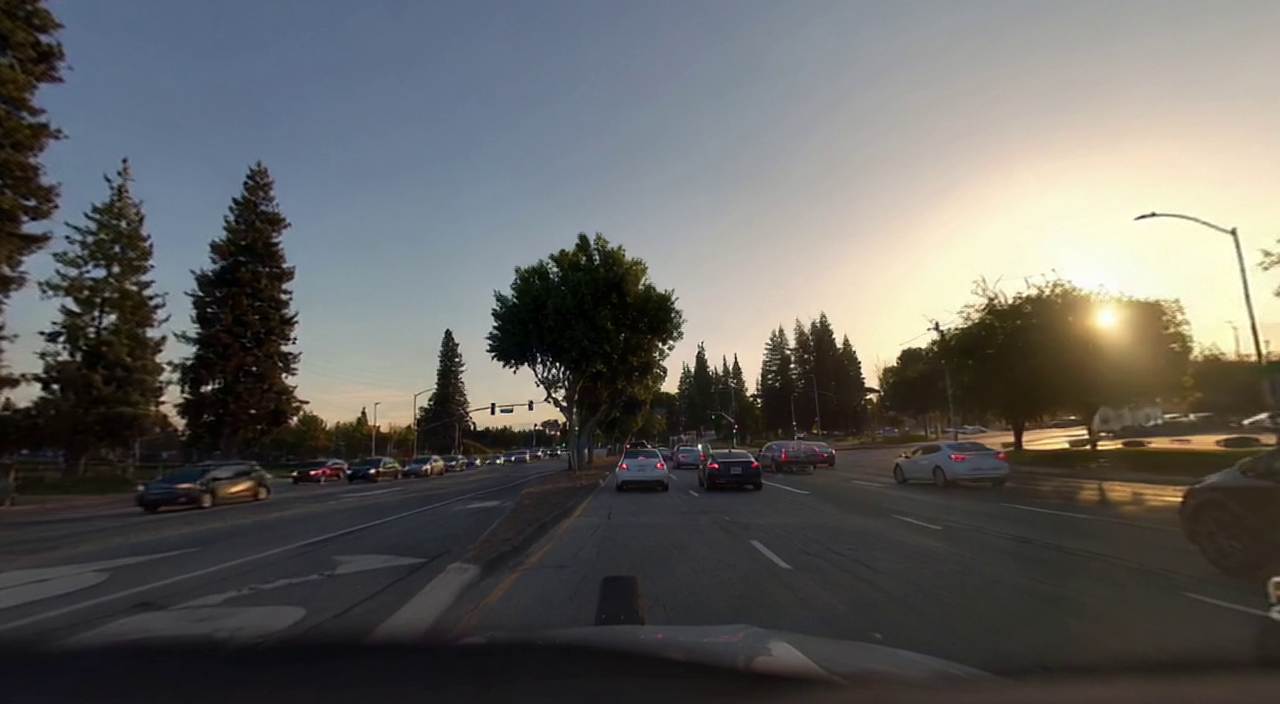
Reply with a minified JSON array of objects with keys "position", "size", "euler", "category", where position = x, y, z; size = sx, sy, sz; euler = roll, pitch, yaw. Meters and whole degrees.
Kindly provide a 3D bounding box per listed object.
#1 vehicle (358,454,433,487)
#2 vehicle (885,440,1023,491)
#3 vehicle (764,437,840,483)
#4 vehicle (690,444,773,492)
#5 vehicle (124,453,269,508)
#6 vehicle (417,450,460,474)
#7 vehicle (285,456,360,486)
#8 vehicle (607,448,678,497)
[{"position":[-12.107,5.863,31.637],"size":[1.896,1.484,4.473],"euler":[0,-8,1],"category":"vehicle"},{"position":[10.281,3.754,21.281],"size":[1.890,1.488,5.113],"euler":[0,-8,-2],"category":"vehicle"},{"position":[6.445,4.347,25.631],"size":[1.931,1.685,4.054],"euler":[0,-8,-1],"category":"vehicle"},{"position":[2.983,3.907,21.818],"size":[1.970,1.445,4.974],"euler":[0,-8,-2],"category":"vehicle"},{"position":[-15.759,4.548,22.805],"size":[1.908,1.703,4.547],"euler":[0,-8,0],"category":"vehicle"},{"position":[-15.806,8.611,49.769],"size":[1.935,1.736,4.531],"euler":[0,-8,0],"category":"vehicle"},{"position":[-19.107,7.137,38.303],"size":[1.992,1.607,4.965],"euler":[0,-8,0],"category":"vehicle"},{"position":[0.010,3.690,19.774],"size":[1.990,1.347,4.067],"euler":[0,-8,-1],"category":"vehicle"}]
